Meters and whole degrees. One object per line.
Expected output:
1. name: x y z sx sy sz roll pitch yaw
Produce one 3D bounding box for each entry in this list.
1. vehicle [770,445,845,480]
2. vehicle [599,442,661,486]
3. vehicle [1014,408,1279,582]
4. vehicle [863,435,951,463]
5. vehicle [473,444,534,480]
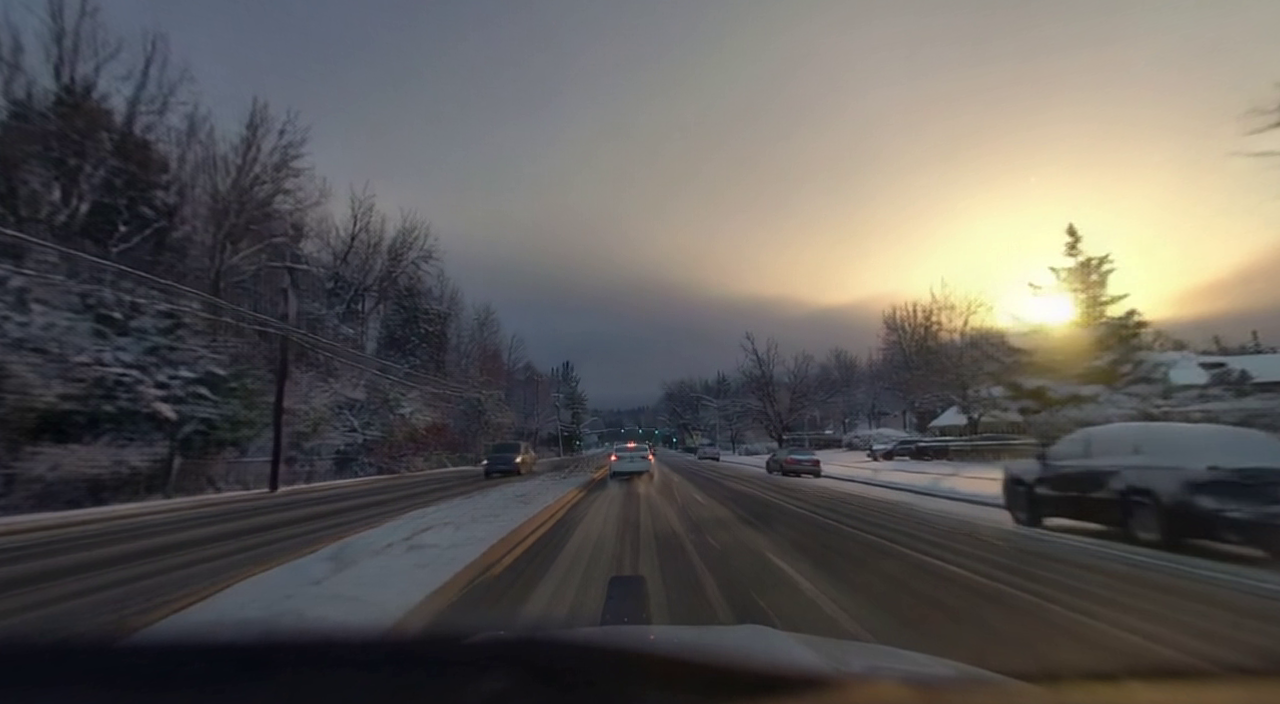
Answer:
1. vehicle: 7.746 5.150 29.731 2.131 1.474 4.752 0 -9 -2
2. vehicle: -0.361 4.132 23.532 2.099 1.470 4.302 0 -9 0
3. vehicle: 7.665 1.775 8.443 2.064 1.792 5.053 0 -9 -2
4. vehicle: 17.816 6.458 42.099 5.100 1.770 2.269 3 -9 -18
5. vehicle: -6.773 5.492 31.802 2.083 1.646 4.293 0 -8 1
